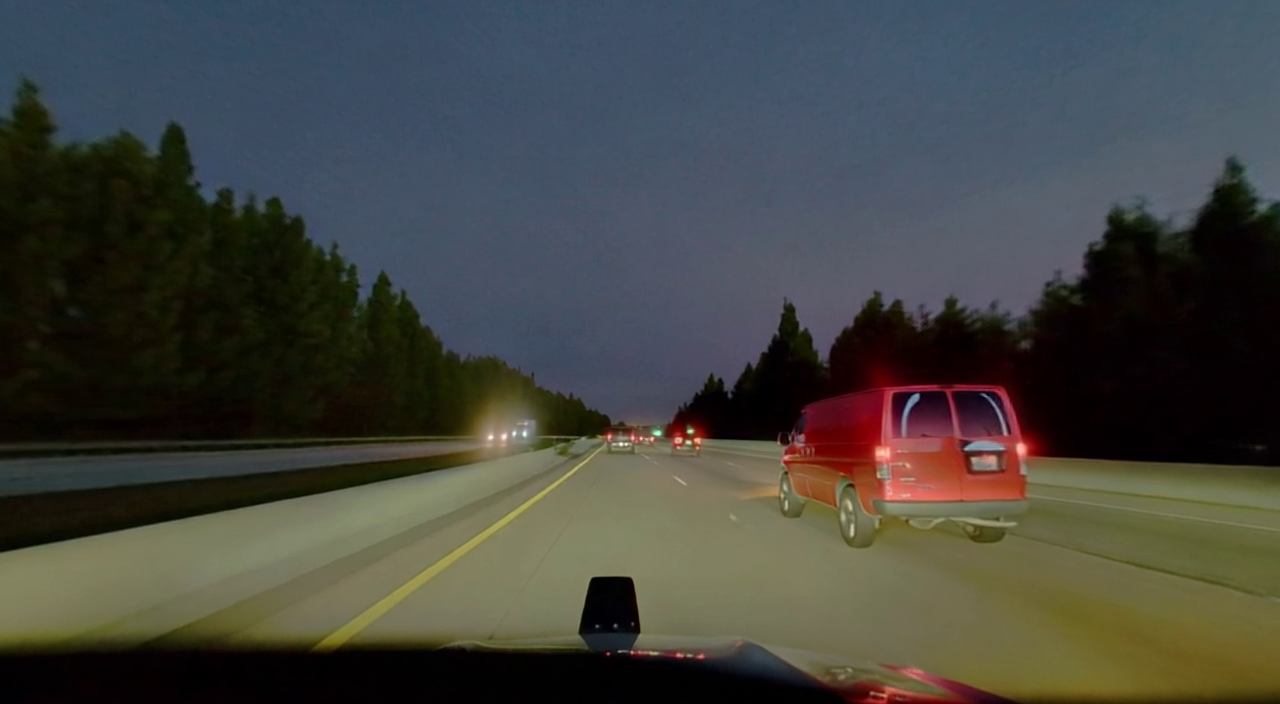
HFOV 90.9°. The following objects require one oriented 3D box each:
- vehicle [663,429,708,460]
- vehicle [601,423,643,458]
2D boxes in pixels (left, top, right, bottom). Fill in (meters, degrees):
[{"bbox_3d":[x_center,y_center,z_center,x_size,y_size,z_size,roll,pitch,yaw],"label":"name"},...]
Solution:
[{"bbox_3d":[2.442,5.081,34.804,1.996,1.589,3.715,0,-8,-3],"label":"vehicle"},{"bbox_3d":[-1.115,5.434,38.953,2.403,1.994,4.683,0,-8,-2],"label":"vehicle"}]
